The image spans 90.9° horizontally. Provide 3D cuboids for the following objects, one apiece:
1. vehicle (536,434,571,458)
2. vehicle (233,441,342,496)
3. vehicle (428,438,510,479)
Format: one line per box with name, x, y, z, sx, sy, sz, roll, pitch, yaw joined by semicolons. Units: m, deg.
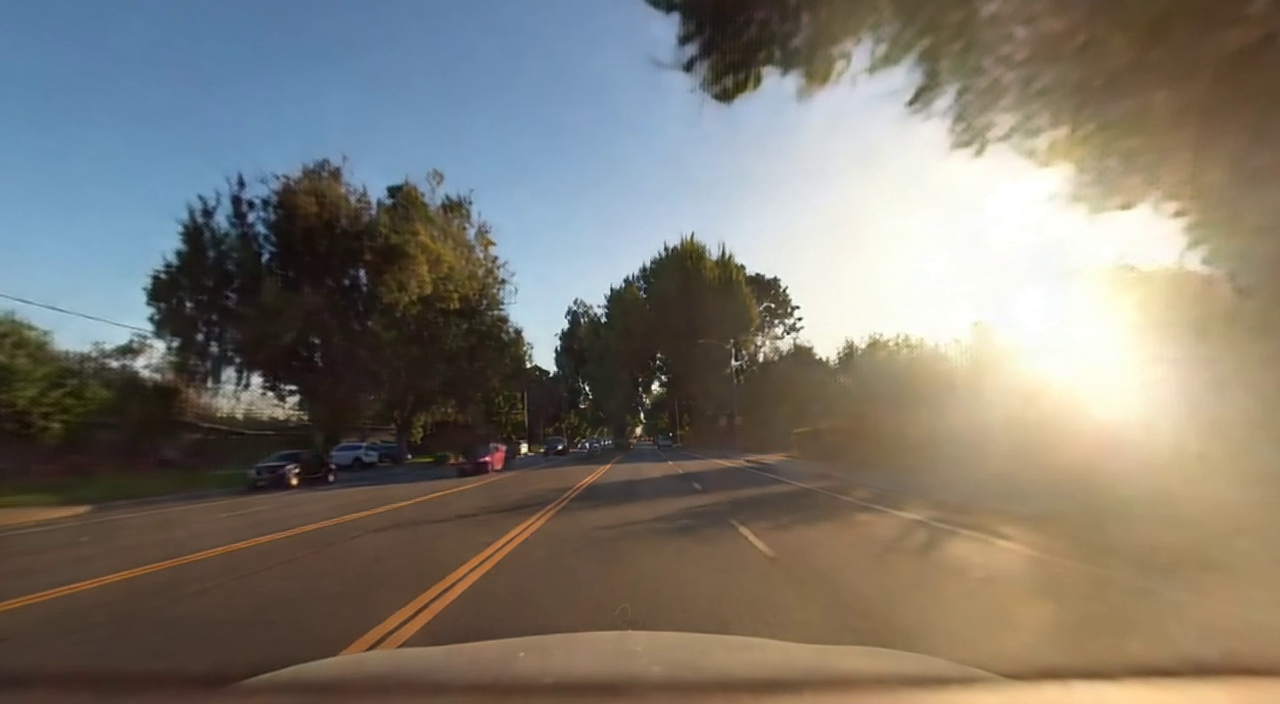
vehicle;-6.622;7.210;48.663;2.000;1.738;4.251;-1;-8;2
vehicle;-14.525;4.760;26.335;2.058;1.779;4.768;-3;-6;-3
vehicle;-6.709;4.217;25.283;1.975;1.481;4.318;-1;-8;2
